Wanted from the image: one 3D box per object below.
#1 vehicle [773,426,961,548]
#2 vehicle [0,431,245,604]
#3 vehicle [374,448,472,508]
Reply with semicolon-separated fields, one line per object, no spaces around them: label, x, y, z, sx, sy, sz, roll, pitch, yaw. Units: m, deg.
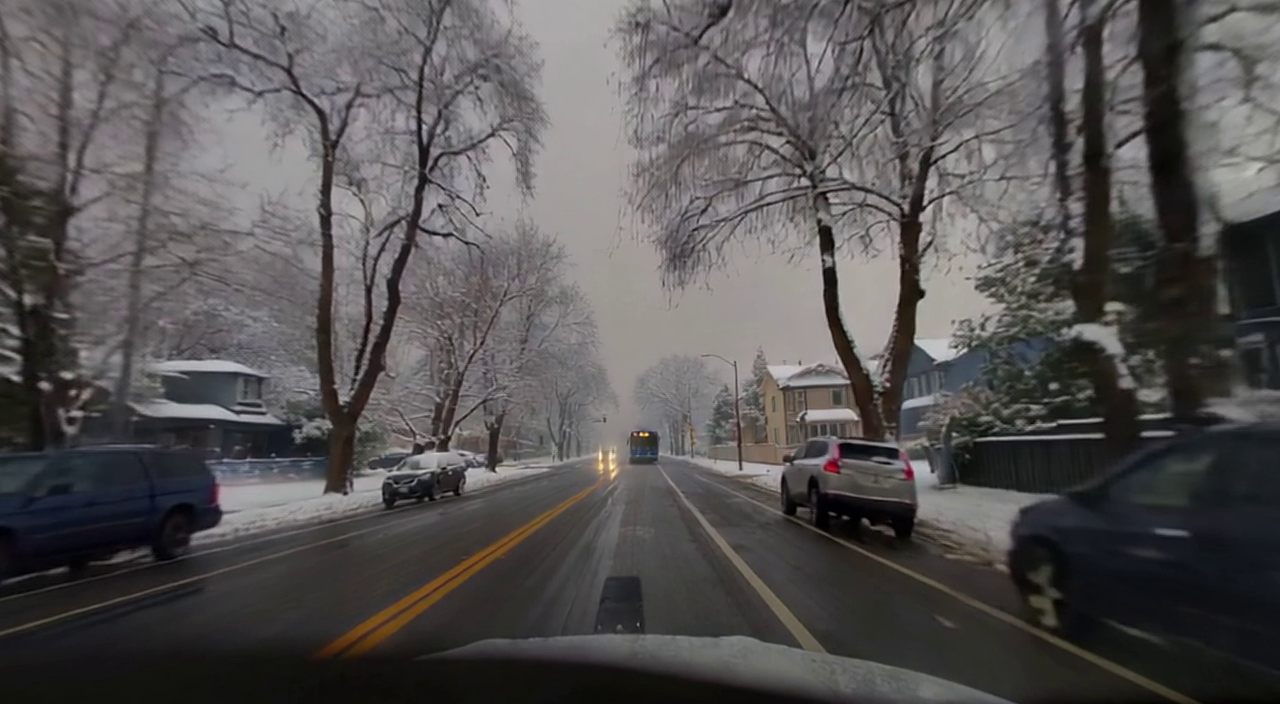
vehicle;4.310;2.618;12.949;2.060;1.833;4.927;5;-9;1
vehicle;-7.964;2.098;8.338;2.094;1.840;5.450;-5;-9;-1
vehicle;-7.741;4.483;22.997;1.898;1.755;4.603;-5;-9;-1
